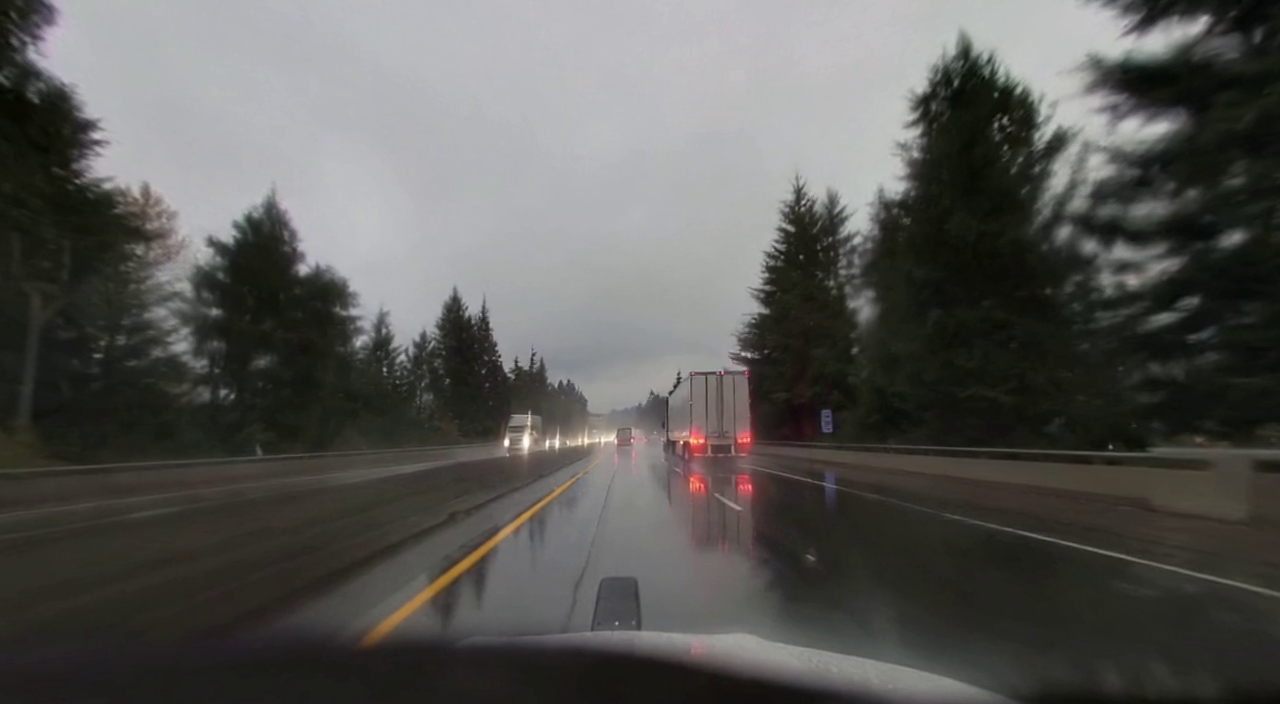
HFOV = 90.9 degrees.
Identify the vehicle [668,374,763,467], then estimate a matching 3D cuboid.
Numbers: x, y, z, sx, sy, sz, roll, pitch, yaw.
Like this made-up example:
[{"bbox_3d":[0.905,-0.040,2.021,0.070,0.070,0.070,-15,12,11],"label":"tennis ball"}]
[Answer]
[{"bbox_3d":[3.567,3.877,34.057,3.038,3.975,13.887,0,-8,-2],"label":"vehicle"}]
